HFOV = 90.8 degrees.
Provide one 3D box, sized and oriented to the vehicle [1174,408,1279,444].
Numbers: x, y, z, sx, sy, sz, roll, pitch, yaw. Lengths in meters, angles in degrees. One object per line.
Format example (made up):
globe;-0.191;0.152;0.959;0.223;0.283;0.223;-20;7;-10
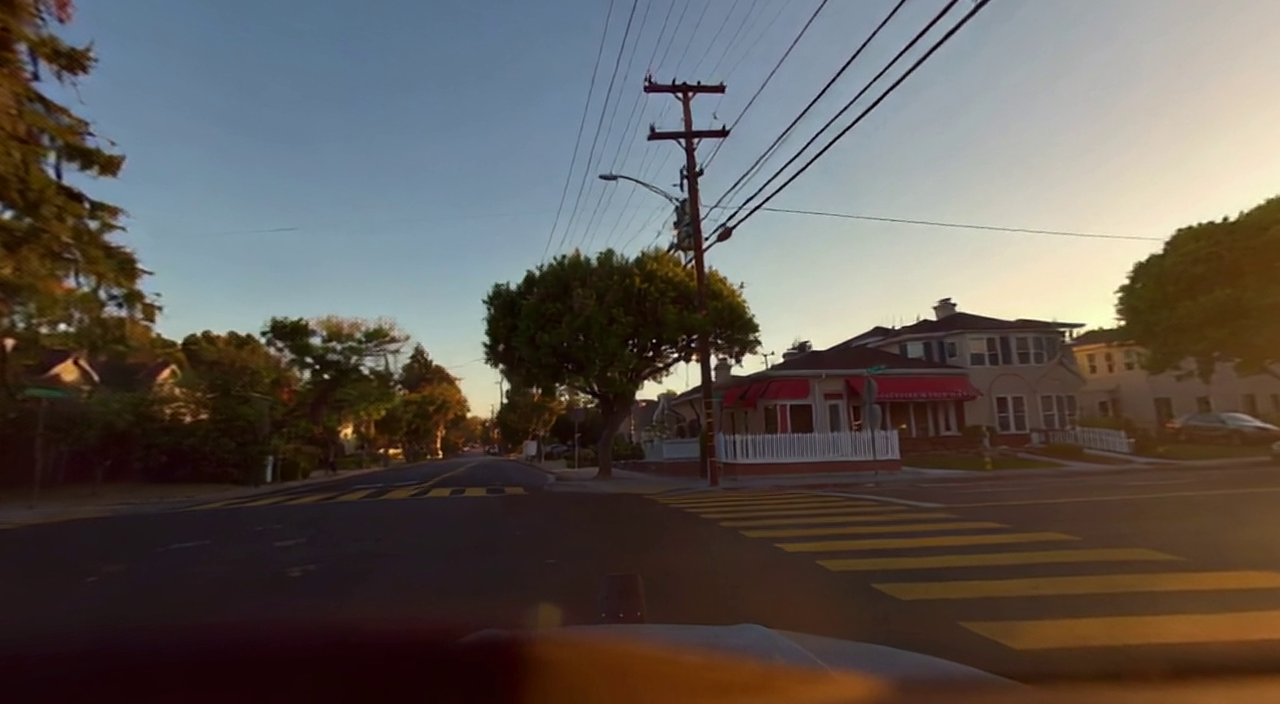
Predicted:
vehicle;30.967;3.899;32.741;2.033;1.725;4.492;3;-9;-16
